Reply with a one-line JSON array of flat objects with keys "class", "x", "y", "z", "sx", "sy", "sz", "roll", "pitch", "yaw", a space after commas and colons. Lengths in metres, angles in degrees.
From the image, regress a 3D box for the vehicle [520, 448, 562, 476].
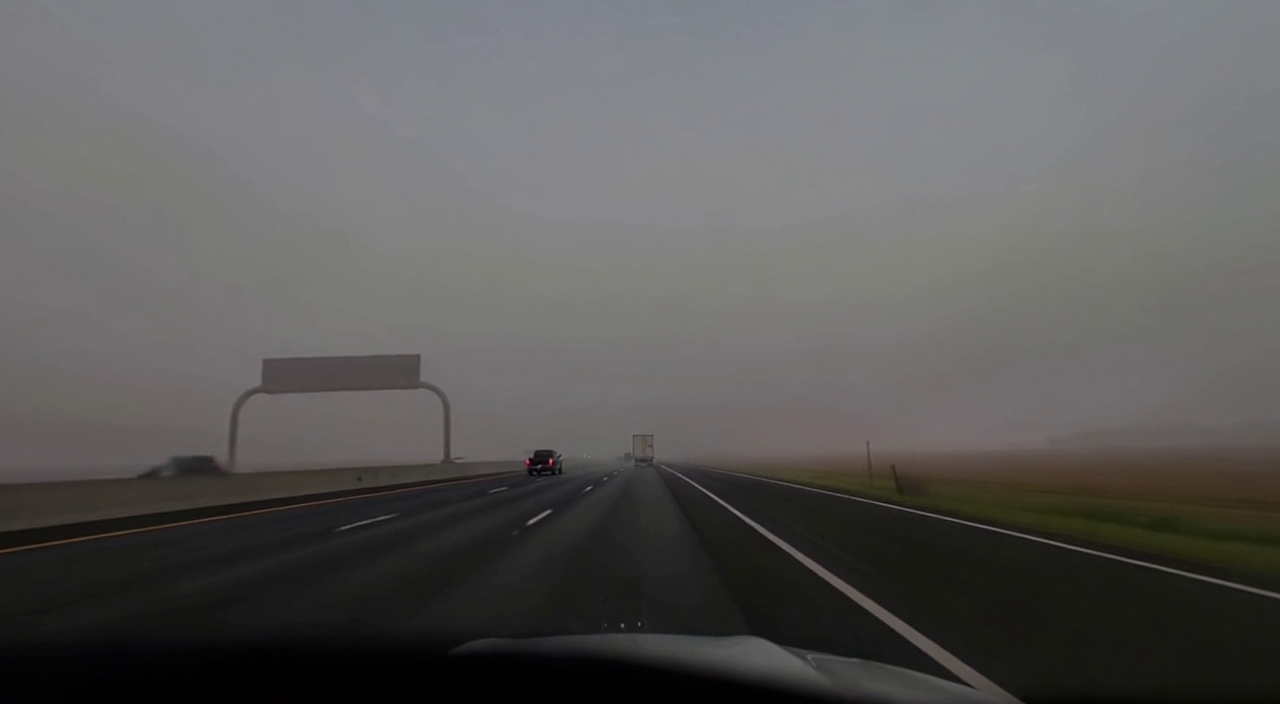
[{"class": "vehicle", "x": -6.719, "y": 7.542, "z": 43.431, "sx": 2.052, "sy": 1.817, "sz": 4.744, "roll": 0, "pitch": -9, "yaw": 1}]
